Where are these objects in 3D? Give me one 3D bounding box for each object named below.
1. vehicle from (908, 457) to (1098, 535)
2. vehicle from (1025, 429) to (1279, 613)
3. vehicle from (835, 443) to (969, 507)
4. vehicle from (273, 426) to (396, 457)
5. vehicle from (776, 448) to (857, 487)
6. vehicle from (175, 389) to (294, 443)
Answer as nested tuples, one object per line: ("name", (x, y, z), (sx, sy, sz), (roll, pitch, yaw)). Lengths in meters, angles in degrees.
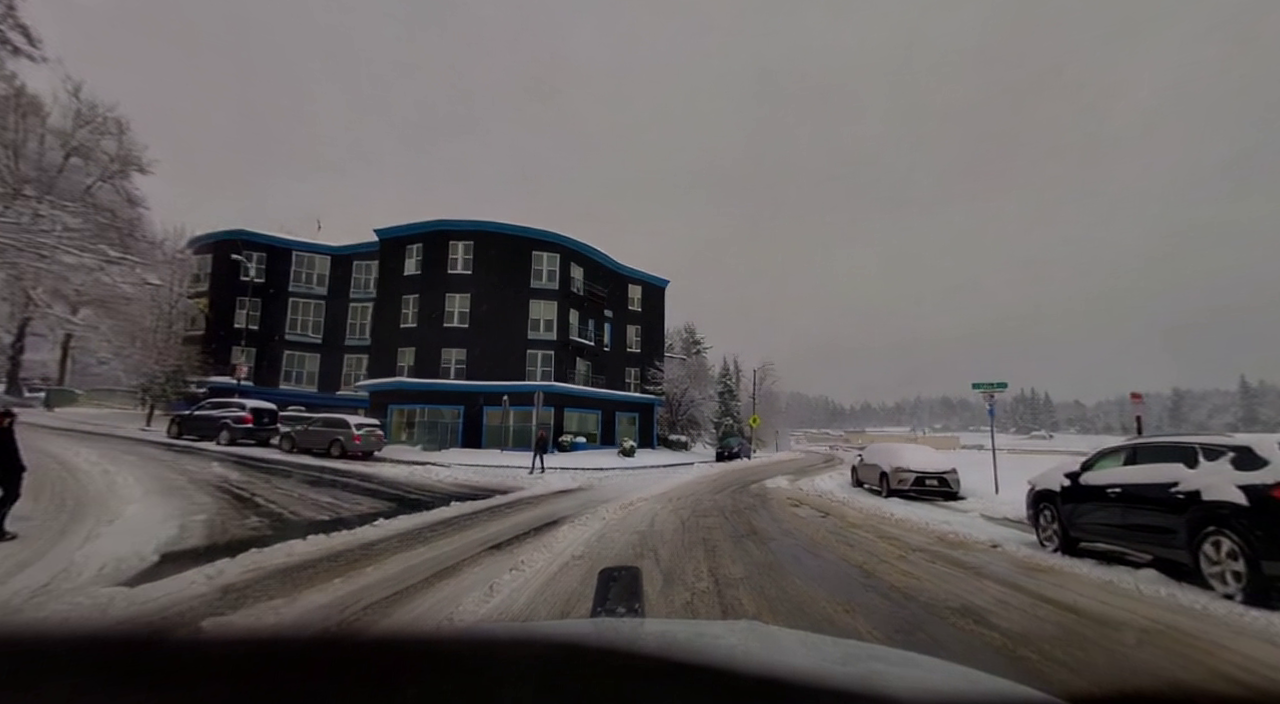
("vehicle", (7.748, 3.073, 14.064), (1.900, 1.368, 4.176), (0, -8, 3))
("vehicle", (7.459, 1.915, 7.905), (2.181, 1.792, 5.066), (0, -8, 2))
("vehicle", (7.833, 3.685, 19.498), (1.917, 1.704, 4.840), (0, -8, -2))
("vehicle", (-13.727, 4.073, 28.654), (4.603, 1.335, 1.889), (1, -9, -8))
("vehicle", (7.715, 5.080, 28.118), (2.122, 1.554, 4.777), (0, -8, -1))
("vehicle", (-18.839, 2.978, 29.384), (4.598, 1.645, 2.019), (8, -5, 19))
